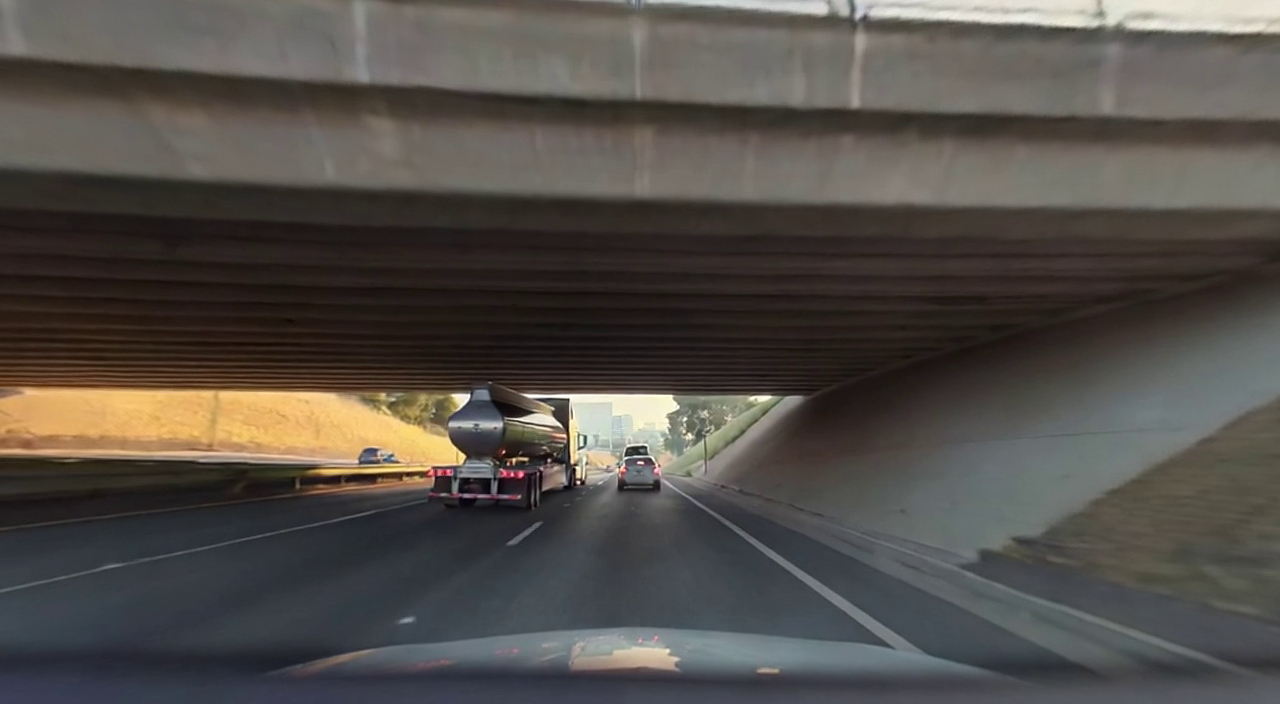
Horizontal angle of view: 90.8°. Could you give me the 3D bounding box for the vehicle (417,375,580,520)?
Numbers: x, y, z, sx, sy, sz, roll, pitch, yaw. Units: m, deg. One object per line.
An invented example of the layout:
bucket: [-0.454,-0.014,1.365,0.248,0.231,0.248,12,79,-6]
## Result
vehicle: [-4.180,3.453,22.966,2.896,3.563,14.643,0,-9,-1]

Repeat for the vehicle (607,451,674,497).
vehicle: [-0.021,4.364,23.069,2.215,1.481,4.246,0,-9,-1]

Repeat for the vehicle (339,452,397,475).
vehicle: [-19.220,7.853,44.839,1.929,1.523,4.108,-1,-9,6]
